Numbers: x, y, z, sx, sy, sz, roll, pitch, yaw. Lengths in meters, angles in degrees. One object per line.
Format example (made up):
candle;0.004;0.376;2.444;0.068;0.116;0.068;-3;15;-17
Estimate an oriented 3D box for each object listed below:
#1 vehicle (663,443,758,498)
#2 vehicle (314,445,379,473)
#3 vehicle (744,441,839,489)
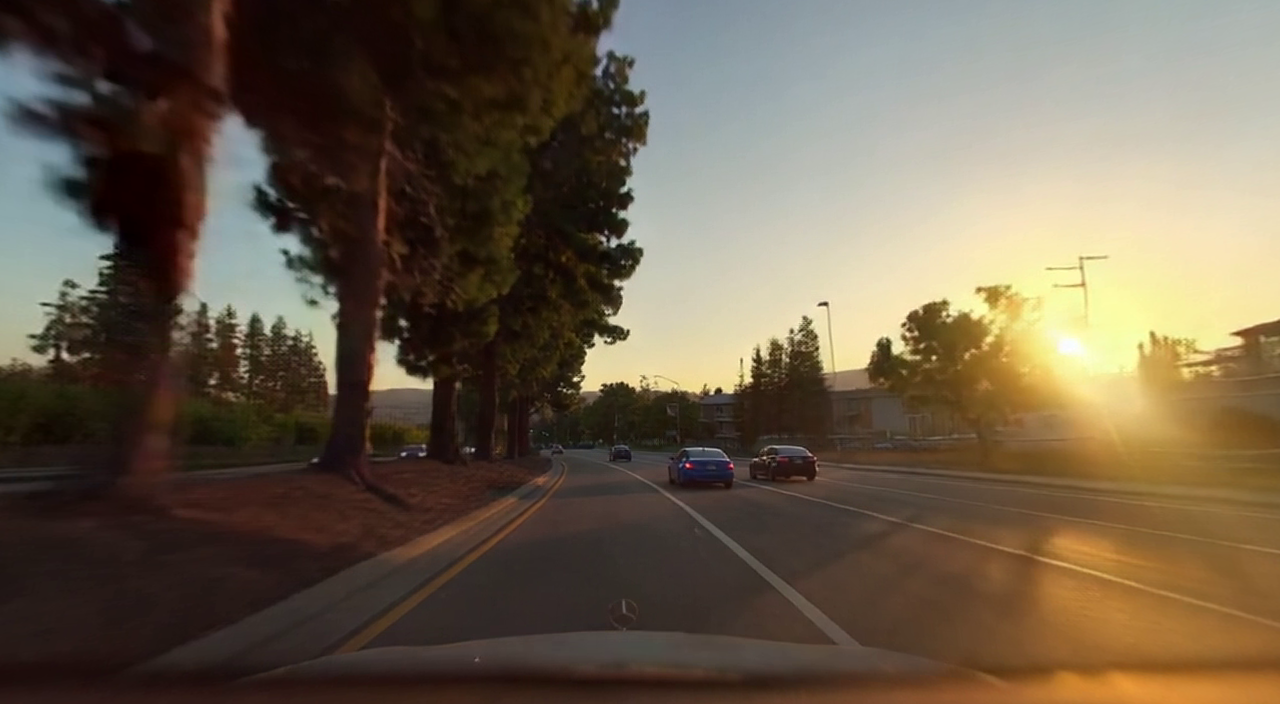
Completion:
vehicle;1.972;3.498;19.060;2.077;1.464;4.134;1;-8;-5
vehicle;-16.830;6.118;36.378;1.926;1.483;4.651;1;-9;-6
vehicle;5.129;3.882;21.957;1.901;1.474;4.363;1;-9;-5
